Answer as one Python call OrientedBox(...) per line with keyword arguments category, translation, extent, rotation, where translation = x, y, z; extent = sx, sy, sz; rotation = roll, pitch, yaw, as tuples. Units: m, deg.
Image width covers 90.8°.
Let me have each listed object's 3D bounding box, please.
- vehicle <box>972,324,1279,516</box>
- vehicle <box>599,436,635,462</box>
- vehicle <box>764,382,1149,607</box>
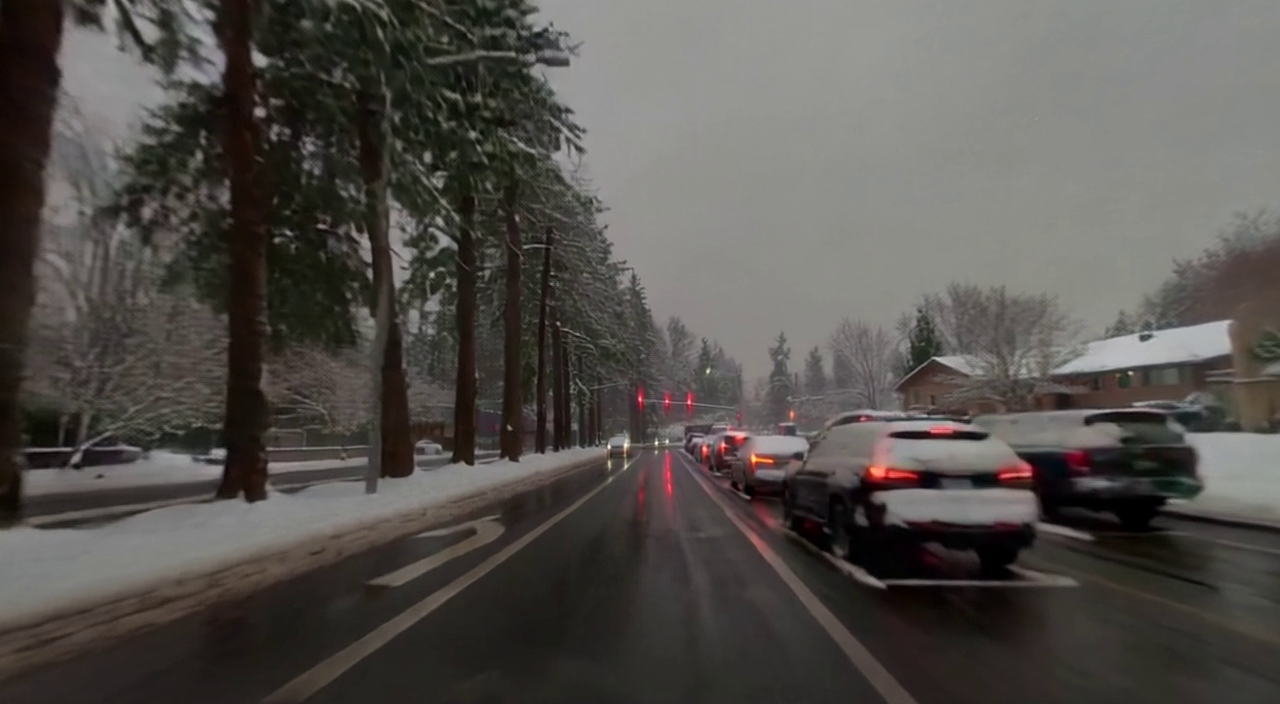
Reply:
OrientedBox(category="vehicle", translation=(6.861, 1.058, 9.385), extent=(1.933, 2.309, 3.468), rotation=(0, -8, 1))
OrientedBox(category="vehicle", translation=(-1.492, 6.618, 43.139), extent=(2.083, 1.691, 4.398), rotation=(-1, -8, 3))
OrientedBox(category="vehicle", translation=(2.846, 1.414, 7.137), extent=(2.052, 1.693, 4.554), rotation=(0, -8, 1))
